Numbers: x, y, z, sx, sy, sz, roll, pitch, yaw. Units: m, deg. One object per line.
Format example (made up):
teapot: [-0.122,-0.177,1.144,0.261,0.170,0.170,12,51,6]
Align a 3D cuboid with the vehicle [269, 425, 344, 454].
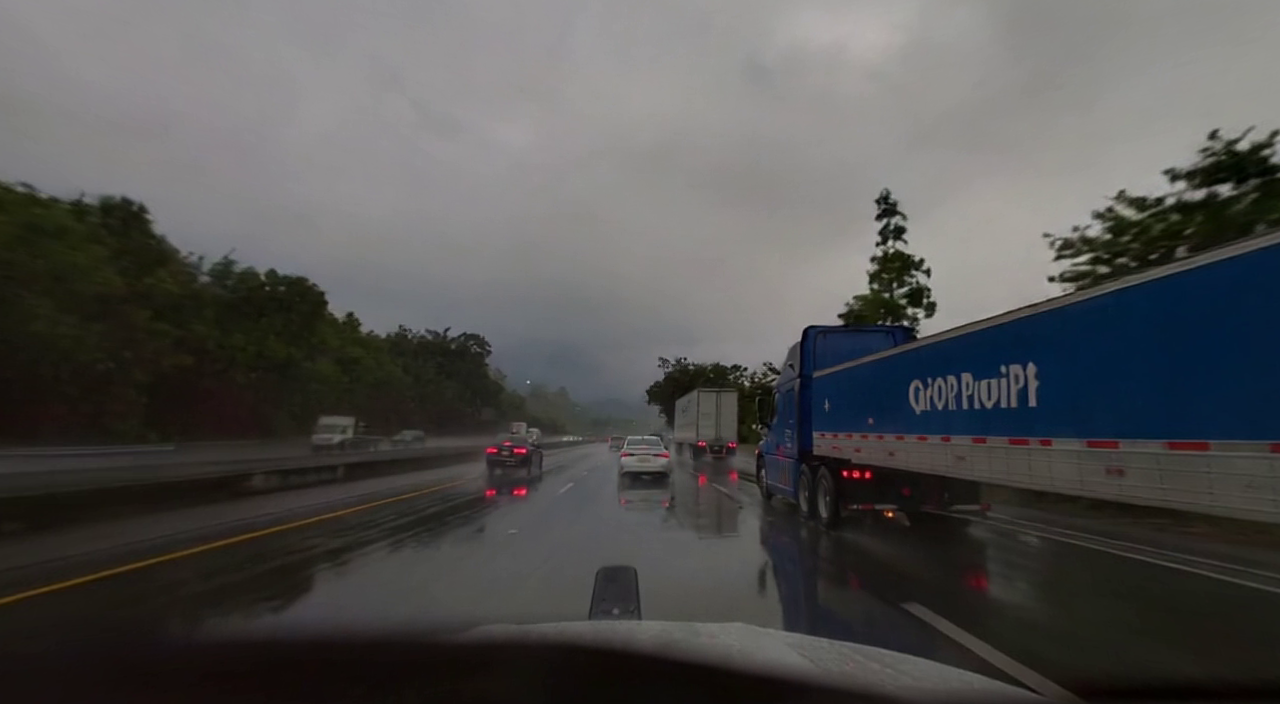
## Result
vehicle: [-17.492,4.609,33.247,1.805,1.437,3.799,0,-7,2]

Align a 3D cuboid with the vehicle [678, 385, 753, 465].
vehicle: [4.253,4.646,39.082,2.869,4.067,13.731,0,-8,0]

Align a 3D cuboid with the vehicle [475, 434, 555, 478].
vehicle: [-4.522,3.799,23.475,2.048,1.452,4.430,0,-8,0]

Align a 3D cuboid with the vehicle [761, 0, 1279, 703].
vehicle: [4.266,0.204,6.733,2.816,4.070,14.136,0,-8,-1]

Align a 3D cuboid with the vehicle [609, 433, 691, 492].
vehicle: [0.238,2.988,17.478,2.021,1.435,3.611,0,-8,-1]
